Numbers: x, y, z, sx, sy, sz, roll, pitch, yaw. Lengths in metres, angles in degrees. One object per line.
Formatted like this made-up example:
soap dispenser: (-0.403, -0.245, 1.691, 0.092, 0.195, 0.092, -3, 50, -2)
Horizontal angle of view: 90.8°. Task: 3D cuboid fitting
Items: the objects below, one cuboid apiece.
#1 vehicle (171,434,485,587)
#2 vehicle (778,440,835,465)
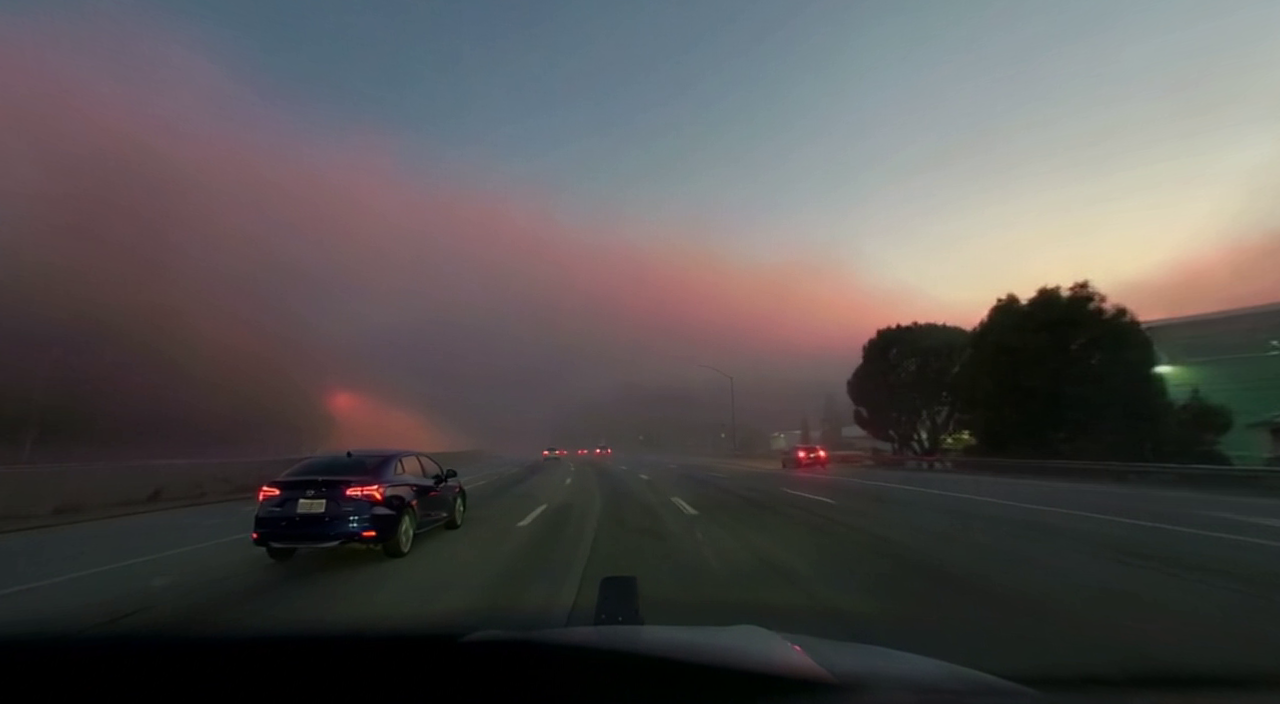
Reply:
vehicle: (-3.601, 1.880, 8.431, 2.018, 1.476, 4.364, 0, -8, -1)
vehicle: (11.414, 6.945, 43.712, 1.983, 1.613, 5.190, 1, -8, -7)
